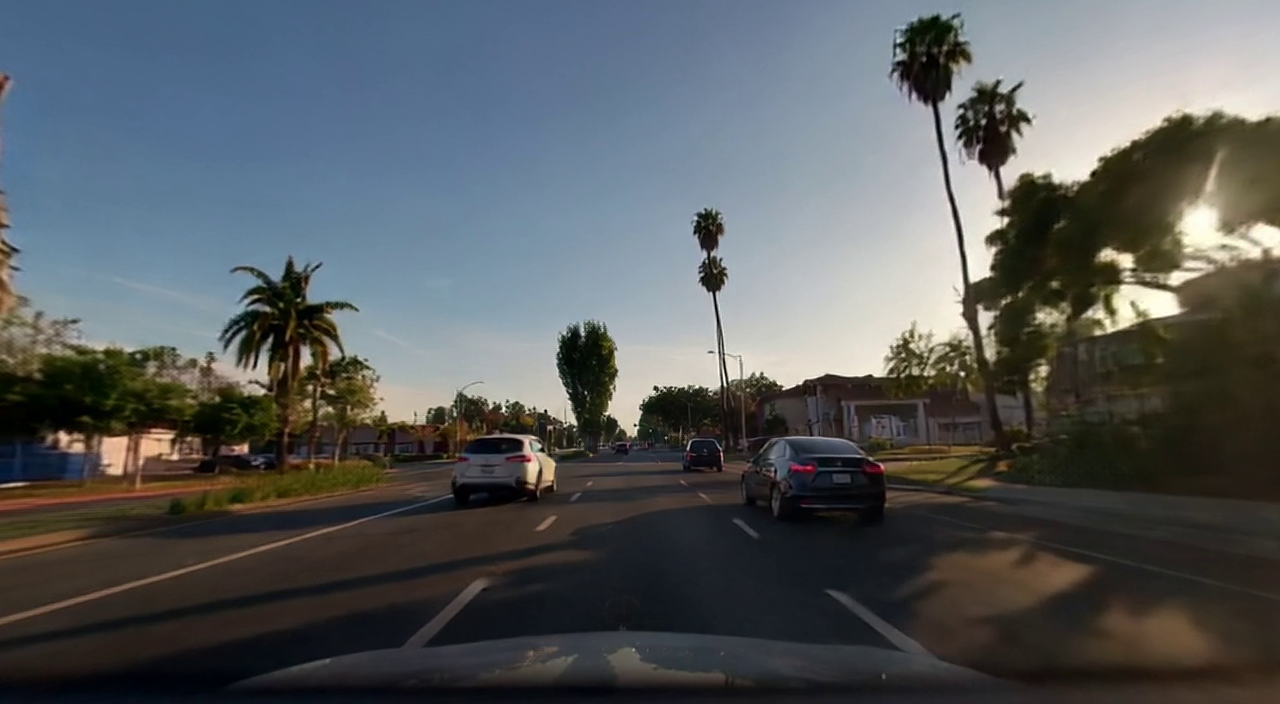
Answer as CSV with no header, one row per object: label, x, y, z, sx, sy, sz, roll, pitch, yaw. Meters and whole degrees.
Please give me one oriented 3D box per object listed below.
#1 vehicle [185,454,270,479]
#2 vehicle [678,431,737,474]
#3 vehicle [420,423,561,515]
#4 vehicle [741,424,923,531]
vehicle,-29.092,8.083,44.505,4.586,1.513,1.973,-2,-9,-2
vehicle,3.210,4.914,30.892,2.244,1.901,4.561,0,-8,-2
vehicle,-3.168,2.589,14.414,2.084,1.735,4.528,0,-8,0
vehicle,3.422,2.324,12.225,2.084,1.682,4.148,0,-8,-2
